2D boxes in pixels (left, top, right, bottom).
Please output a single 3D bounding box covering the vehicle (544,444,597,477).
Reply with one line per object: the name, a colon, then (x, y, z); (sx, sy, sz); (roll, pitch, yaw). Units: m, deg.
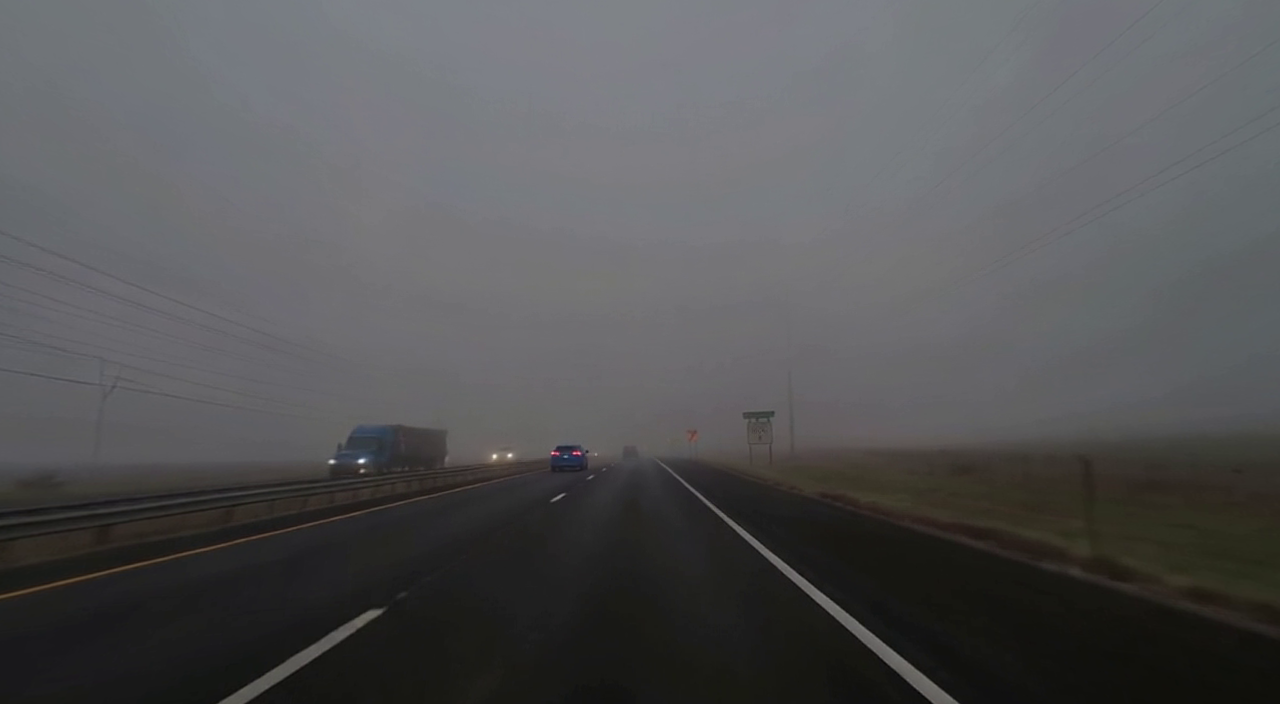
vehicle: (-3.424, 5.443, 31.914); (2.106, 1.543, 4.465); (0, -9, 1)
